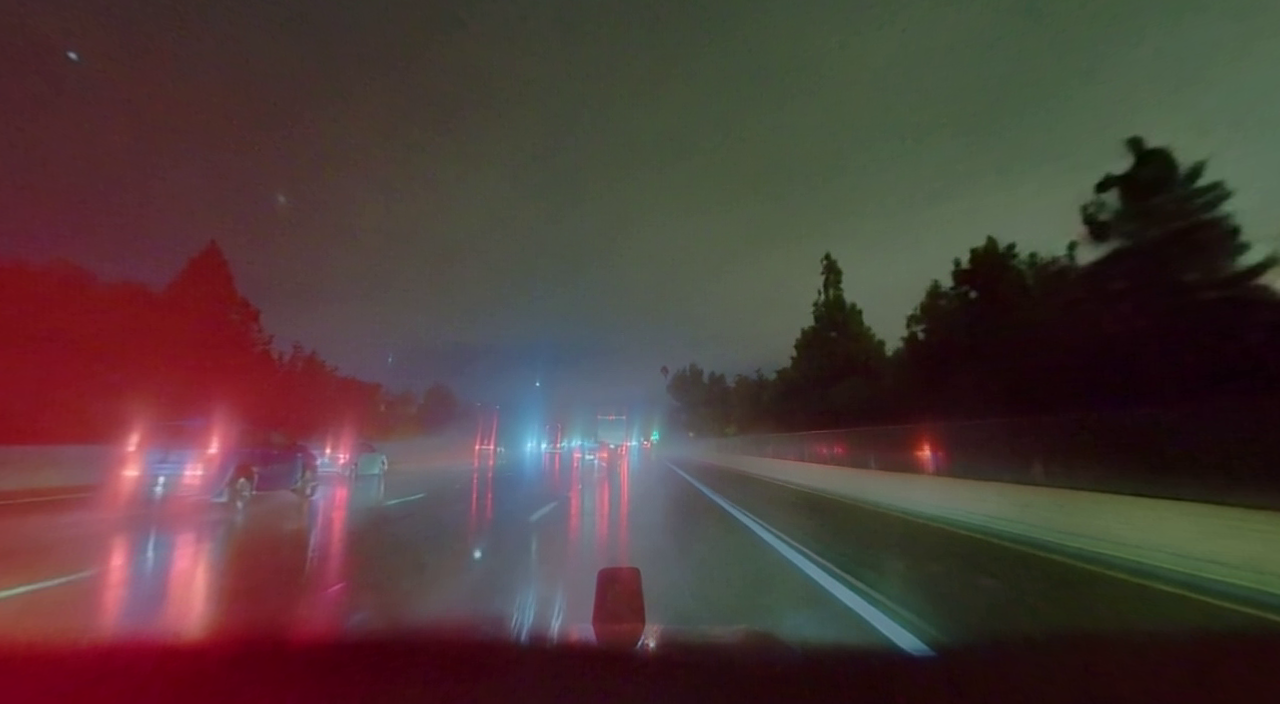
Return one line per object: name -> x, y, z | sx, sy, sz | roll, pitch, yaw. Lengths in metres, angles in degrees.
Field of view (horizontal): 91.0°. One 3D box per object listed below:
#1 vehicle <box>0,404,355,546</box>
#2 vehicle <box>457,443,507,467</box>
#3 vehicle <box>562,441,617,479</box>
vehicle -> -7.335, 1.973, 10.823 | 2.115, 1.778, 5.572 | 0, -8, 2
vehicle -> -10.274, 6.730, 41.362 | 2.036, 1.506, 4.358 | 0, -8, 1
vehicle -> -2.135, 4.728, 27.760 | 1.931, 1.528, 4.126 | 0, -8, 2
